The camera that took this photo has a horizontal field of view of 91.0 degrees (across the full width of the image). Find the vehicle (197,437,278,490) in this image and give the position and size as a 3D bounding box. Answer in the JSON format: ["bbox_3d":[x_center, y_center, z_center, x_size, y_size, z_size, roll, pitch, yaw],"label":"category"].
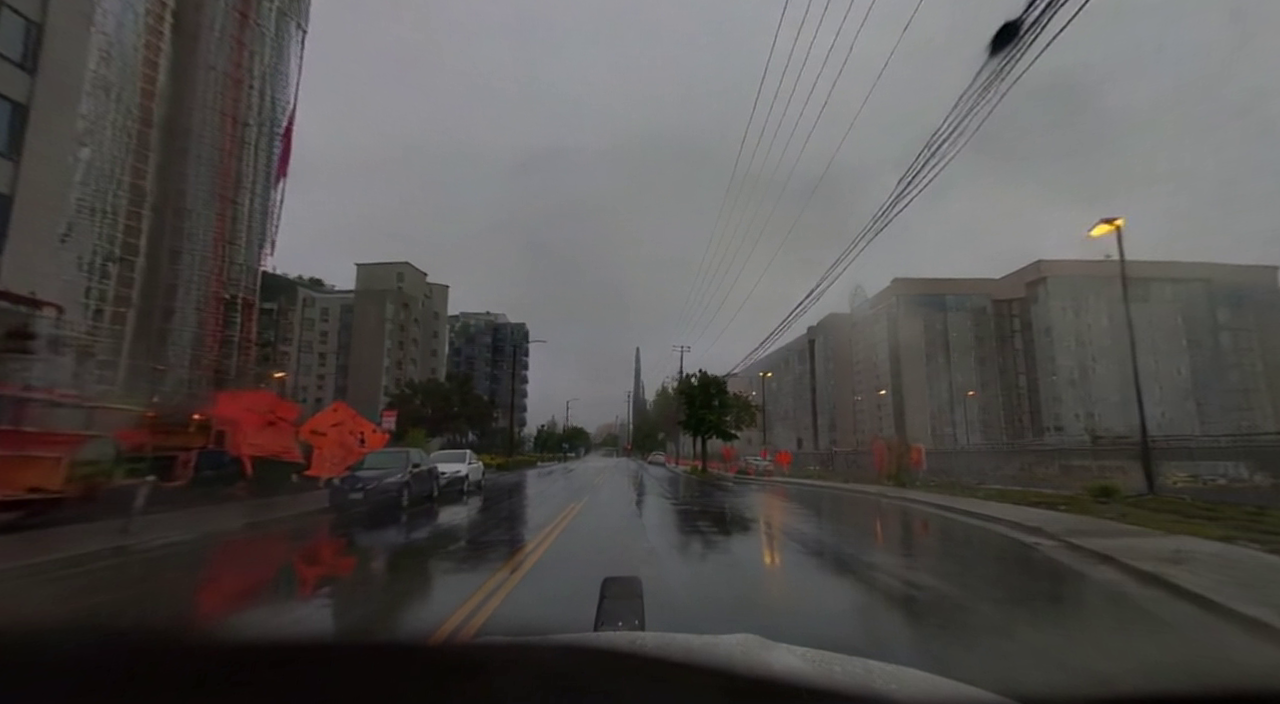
[{"bbox_3d":[-13.817,3.820,21.894,1.998,1.576,5.203,5,-10,-29],"label":"vehicle"}]

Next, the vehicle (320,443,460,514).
[{"bbox_3d":[-6.572,3.347,17.235,1.998,1.633,4.673,0,-9,-1],"label":"vehicle"}]

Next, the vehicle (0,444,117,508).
[{"bbox_3d":[-15.421,2.924,14.938,4.041,1.426,2.120,5,-11,-23],"label":"vehicle"}]
